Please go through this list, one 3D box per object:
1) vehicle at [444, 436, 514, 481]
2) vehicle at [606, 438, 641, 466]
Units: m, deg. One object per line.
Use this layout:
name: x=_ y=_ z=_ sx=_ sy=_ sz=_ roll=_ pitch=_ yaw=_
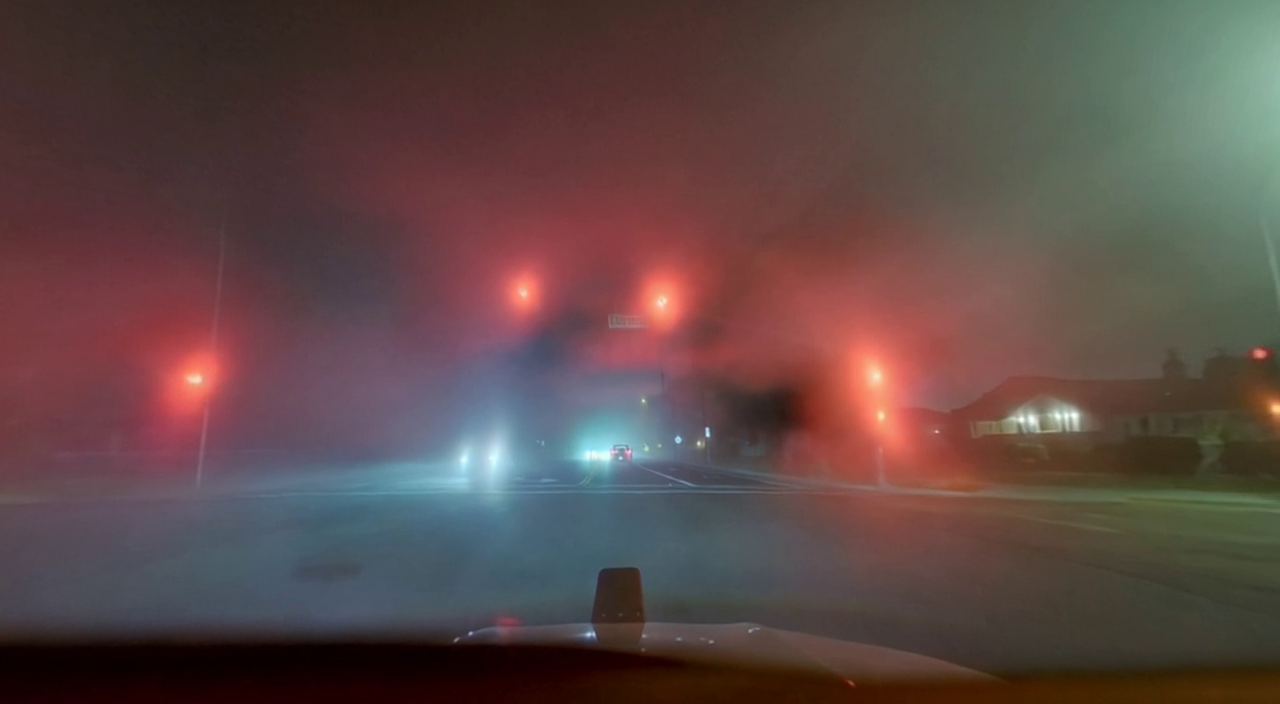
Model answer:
vehicle: x=-6.630 y=4.422 z=26.445 sx=1.983 sy=1.684 sz=3.938 roll=0 pitch=-8 yaw=-1
vehicle: x=-1.221 y=6.995 z=44.282 sx=2.248 sy=1.833 sz=4.798 roll=0 pitch=-8 yaw=-3
